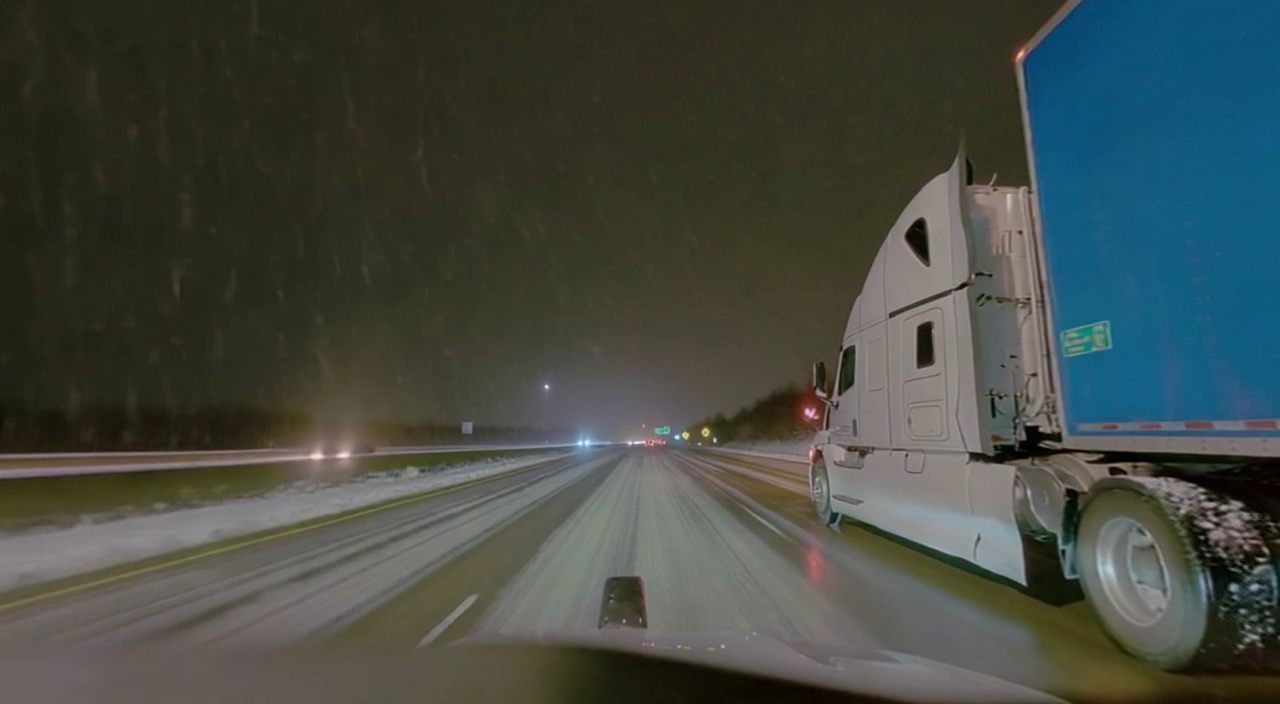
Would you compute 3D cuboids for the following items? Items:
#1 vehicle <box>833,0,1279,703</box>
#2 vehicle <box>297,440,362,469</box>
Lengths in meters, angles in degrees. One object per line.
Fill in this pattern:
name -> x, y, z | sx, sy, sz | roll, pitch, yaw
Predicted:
vehicle -> 3.766, -0.177, 2.756 | 3.012, 3.768, 8.945 | 0, -8, 0
vehicle -> -21.082, 6.967, 43.058 | 1.993, 1.880, 4.717 | 0, -8, 0
